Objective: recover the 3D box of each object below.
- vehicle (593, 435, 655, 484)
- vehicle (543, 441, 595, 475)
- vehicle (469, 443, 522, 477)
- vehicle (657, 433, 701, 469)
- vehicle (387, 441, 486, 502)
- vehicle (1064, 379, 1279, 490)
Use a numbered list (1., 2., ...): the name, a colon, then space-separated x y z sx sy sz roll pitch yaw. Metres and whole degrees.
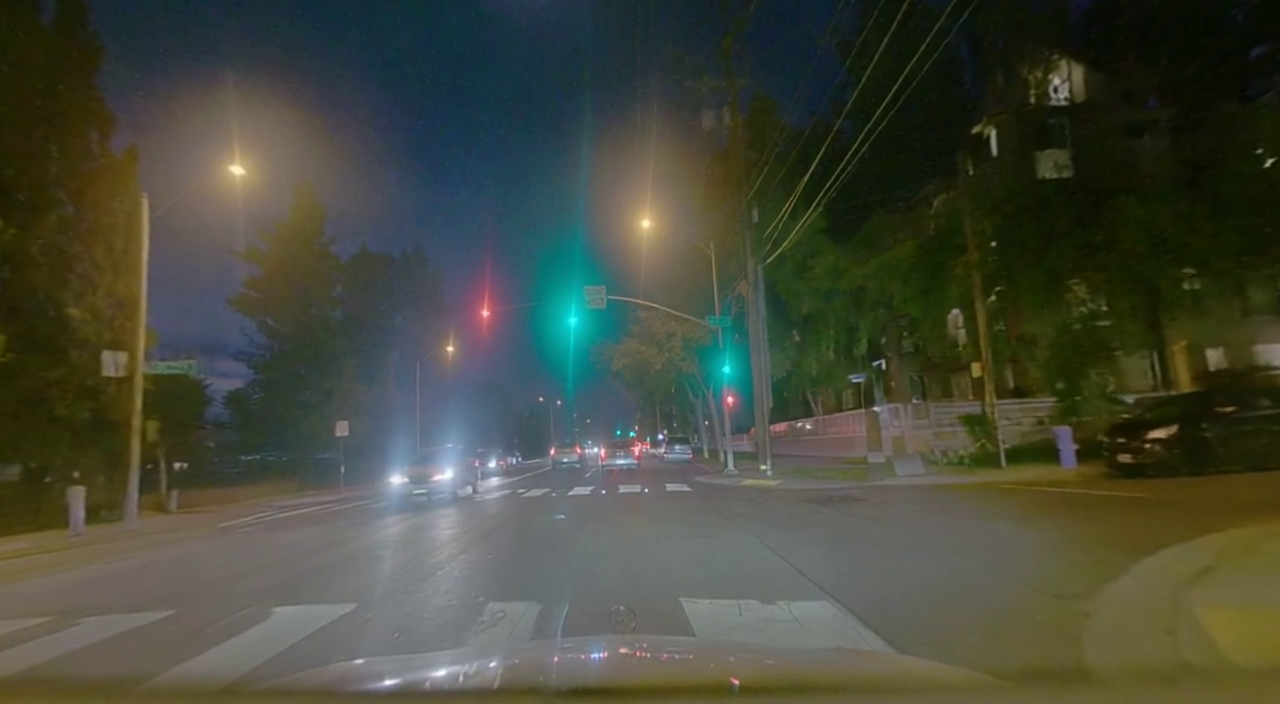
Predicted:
1. vehicle: -0.596 3.886 23.110 2.041 1.575 4.304 -1 -8 -2
2. vehicle: -3.388 5.166 31.006 2.117 1.528 4.277 -1 -8 0
3. vehicle: -9.522 7.136 42.017 2.105 1.858 4.903 -7 -8 0
4. vehicle: 2.172 5.707 36.592 2.119 1.884 4.567 0 -8 -2
5. vehicle: -6.627 3.886 21.090 1.958 1.706 4.281 -3 -8 -1
6. vehicle: 13.125 1.694 13.497 6.141 2.000 2.552 -3 -9 1
